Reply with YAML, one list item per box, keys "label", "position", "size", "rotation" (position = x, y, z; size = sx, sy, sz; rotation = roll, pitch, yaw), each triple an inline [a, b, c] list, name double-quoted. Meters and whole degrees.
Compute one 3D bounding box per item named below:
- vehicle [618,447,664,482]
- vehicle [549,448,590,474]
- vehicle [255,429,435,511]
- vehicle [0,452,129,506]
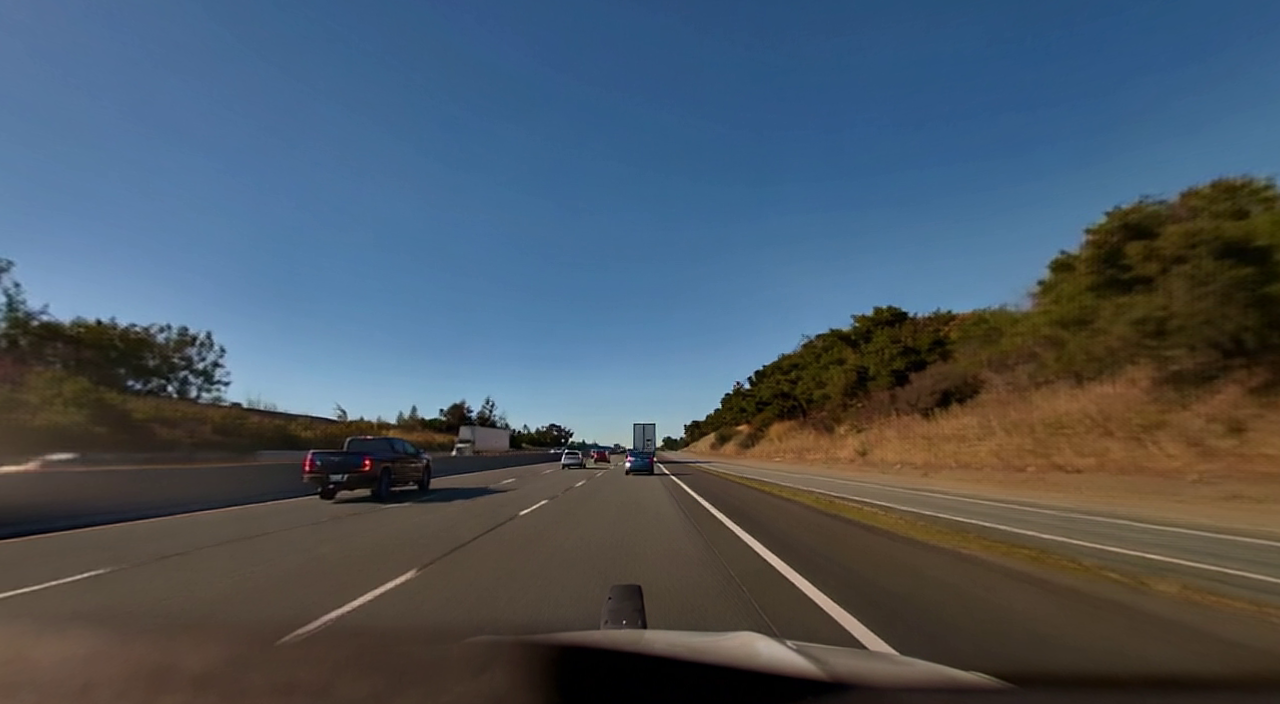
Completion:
- label: "vehicle"
  position: [0.031, 5.109, 28.810]
  size: [1.991, 1.507, 3.391]
  rotation: [0, -9, -1]
- label: "vehicle"
  position: [-4.309, 6.754, 39.184]
  size: [2.018, 1.504, 4.431]
  rotation: [0, -9, 0]
- label: "vehicle"
  position: [-7.698, 3.150, 17.292]
  size: [2.316, 1.875, 5.337]
  rotation: [0, -9, 0]
- label: "vehicle"
  position: [-18.539, 3.841, 19.516]
  size: [2.003, 1.482, 4.003]
  rotation: [0, -9, 0]
